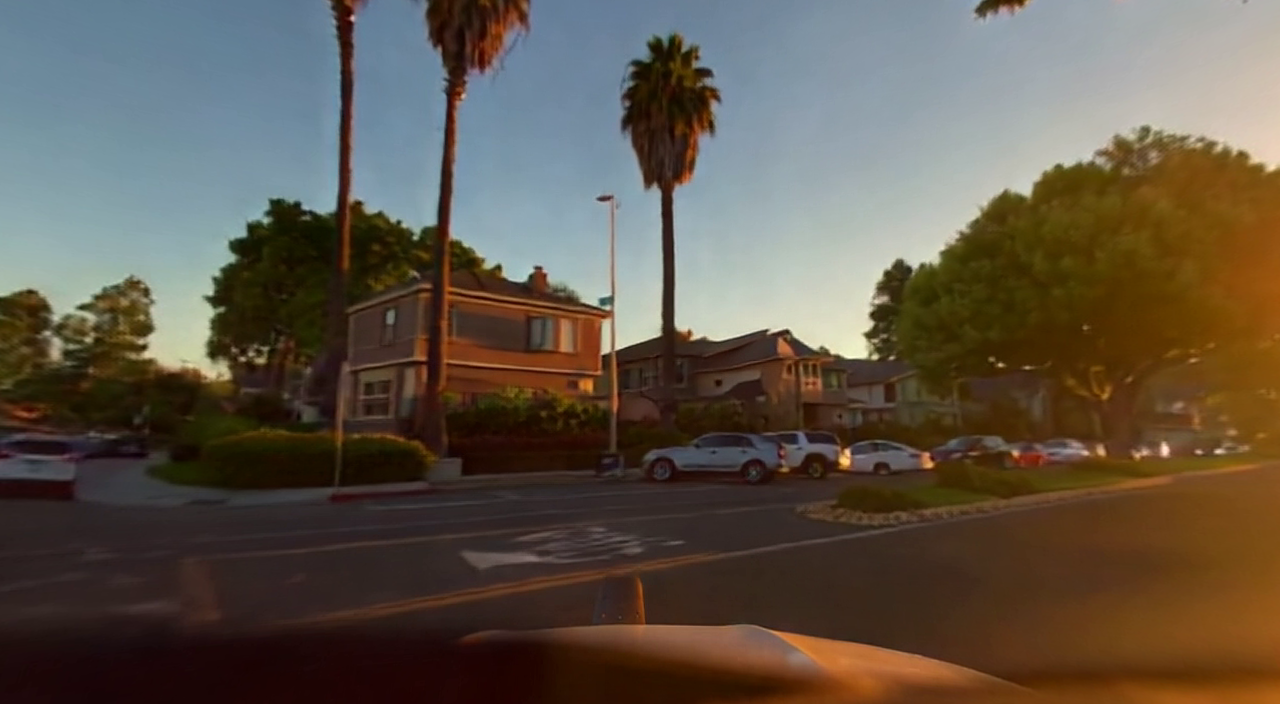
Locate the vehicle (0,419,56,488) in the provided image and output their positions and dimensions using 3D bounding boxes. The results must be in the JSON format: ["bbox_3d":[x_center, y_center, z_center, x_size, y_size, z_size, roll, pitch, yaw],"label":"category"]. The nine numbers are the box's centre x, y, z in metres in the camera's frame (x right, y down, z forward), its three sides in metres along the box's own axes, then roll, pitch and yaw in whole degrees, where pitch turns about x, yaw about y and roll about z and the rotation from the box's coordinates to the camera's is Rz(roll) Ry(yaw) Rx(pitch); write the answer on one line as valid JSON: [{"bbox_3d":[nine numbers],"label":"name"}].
[{"bbox_3d":[-20.725,3.281,20.510,2.154,2.035,4.261,7,-11,-38],"label":"vehicle"}]

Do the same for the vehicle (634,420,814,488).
[{"bbox_3d":[2.401,2.995,18.722,4.866,1.752,1.998,-6,-11,34],"label":"vehicle"}]
